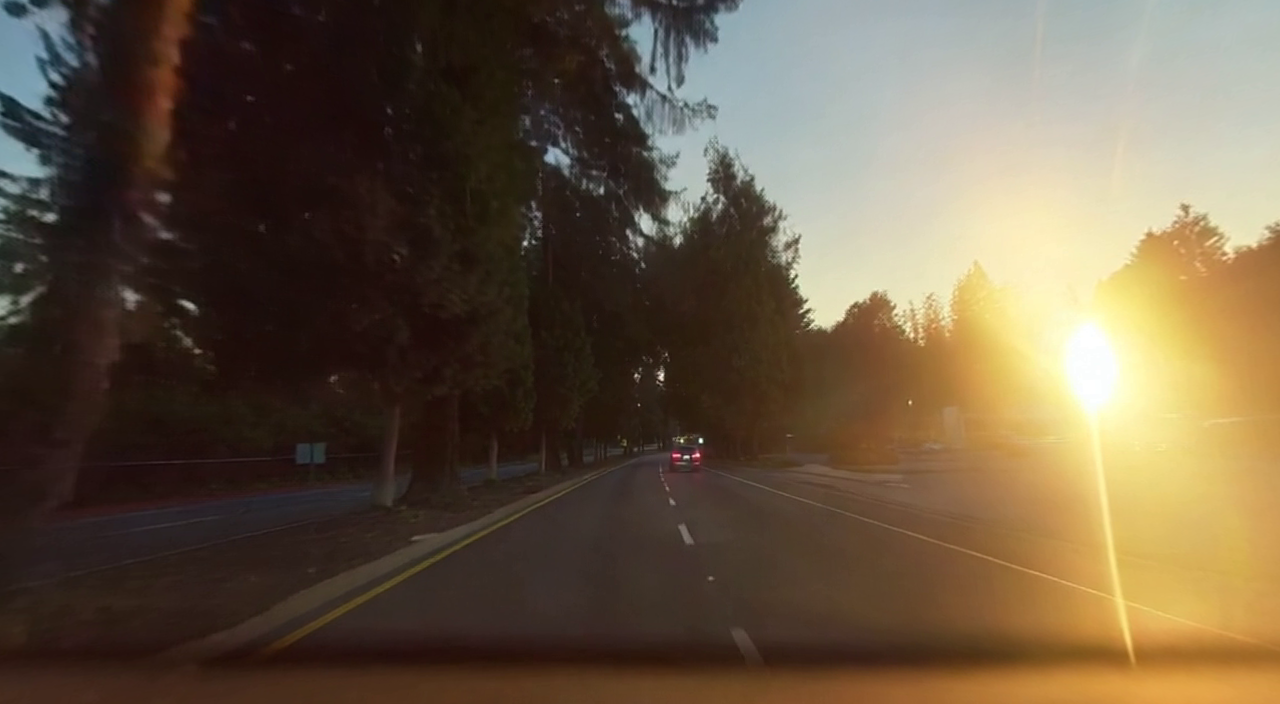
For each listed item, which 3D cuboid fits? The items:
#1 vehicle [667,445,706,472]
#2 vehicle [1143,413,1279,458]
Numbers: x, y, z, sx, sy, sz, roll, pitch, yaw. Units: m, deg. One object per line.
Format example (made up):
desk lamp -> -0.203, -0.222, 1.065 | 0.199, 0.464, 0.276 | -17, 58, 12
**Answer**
vehicle -> 2.775, 6.449, 38.463 | 2.044, 1.537, 4.528 | 0, -8, 0
vehicle -> 28.345, 4.107, 30.884 | 5.465, 2.116, 2.004 | 0, -8, 0
